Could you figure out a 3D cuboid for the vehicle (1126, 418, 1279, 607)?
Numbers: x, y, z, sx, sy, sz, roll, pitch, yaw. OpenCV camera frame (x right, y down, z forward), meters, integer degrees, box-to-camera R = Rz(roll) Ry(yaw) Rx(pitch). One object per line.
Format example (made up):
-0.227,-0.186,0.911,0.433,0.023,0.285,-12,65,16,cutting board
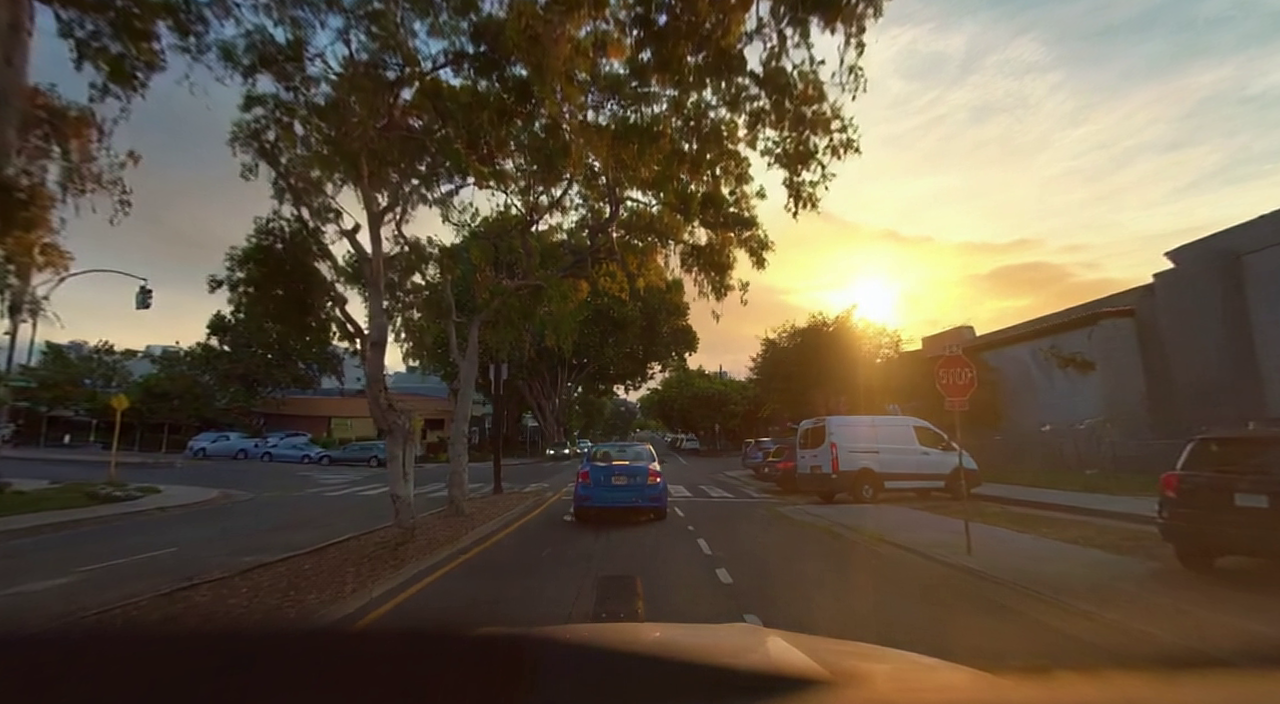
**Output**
7.298,1.596,6.765,3.957,1.650,1.971,6,-10,-33,vehicle

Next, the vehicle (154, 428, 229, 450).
-32.251,6.274,45.473,3.915,1.574,1.850,0,-9,2,vehicle

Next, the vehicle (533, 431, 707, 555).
-0.304,2.023,9.828,2.065,1.450,4.522,0,-9,-2,vehicle

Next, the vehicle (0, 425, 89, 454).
-32.189,4.649,33.404,4.006,1.491,2.007,1,-9,-5,vehicle

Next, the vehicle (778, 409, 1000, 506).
6.430,2.675,16.273,5.385,2.146,2.143,4,-10,-26,vehicle
